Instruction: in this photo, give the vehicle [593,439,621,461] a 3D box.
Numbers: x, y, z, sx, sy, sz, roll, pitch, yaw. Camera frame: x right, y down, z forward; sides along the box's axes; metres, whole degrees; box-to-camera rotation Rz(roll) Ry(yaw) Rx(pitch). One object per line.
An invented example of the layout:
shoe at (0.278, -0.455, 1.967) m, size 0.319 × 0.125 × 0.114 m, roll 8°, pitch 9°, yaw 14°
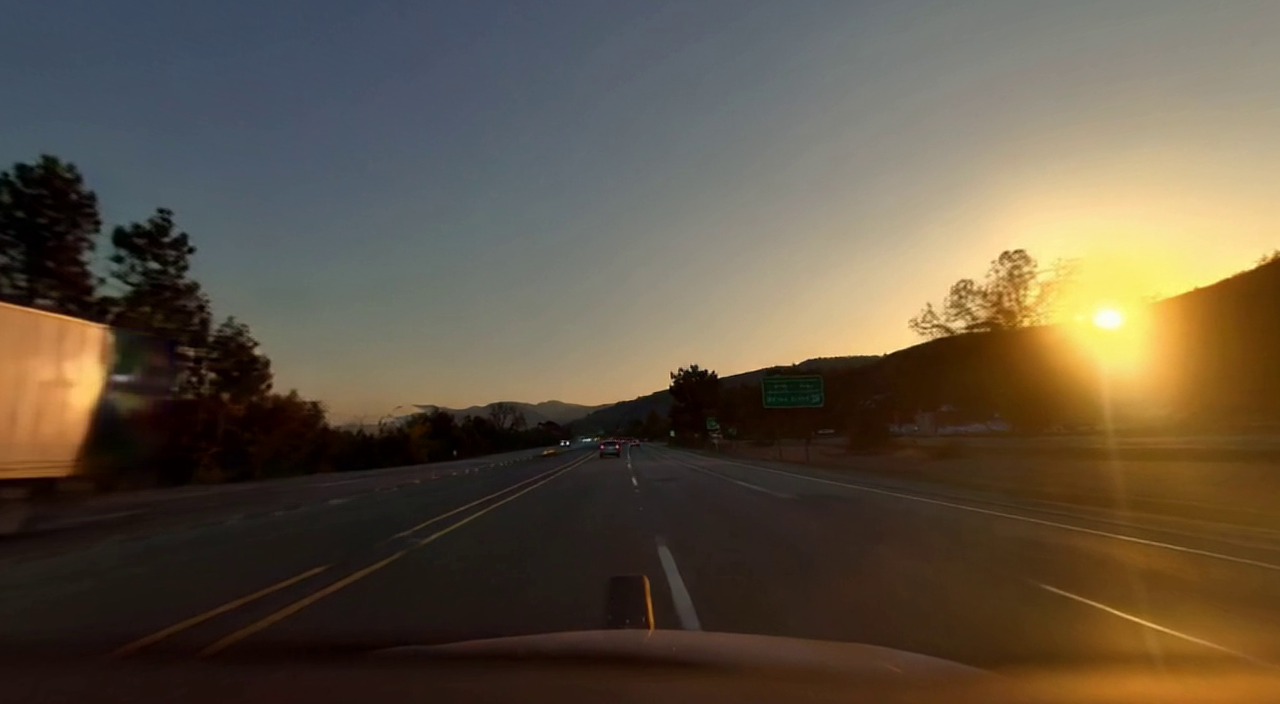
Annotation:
vehicle at (-2.489, 7.472, 48.052) m, size 2.009 × 1.554 × 4.013 m, roll 0°, pitch -8°, yaw -1°
